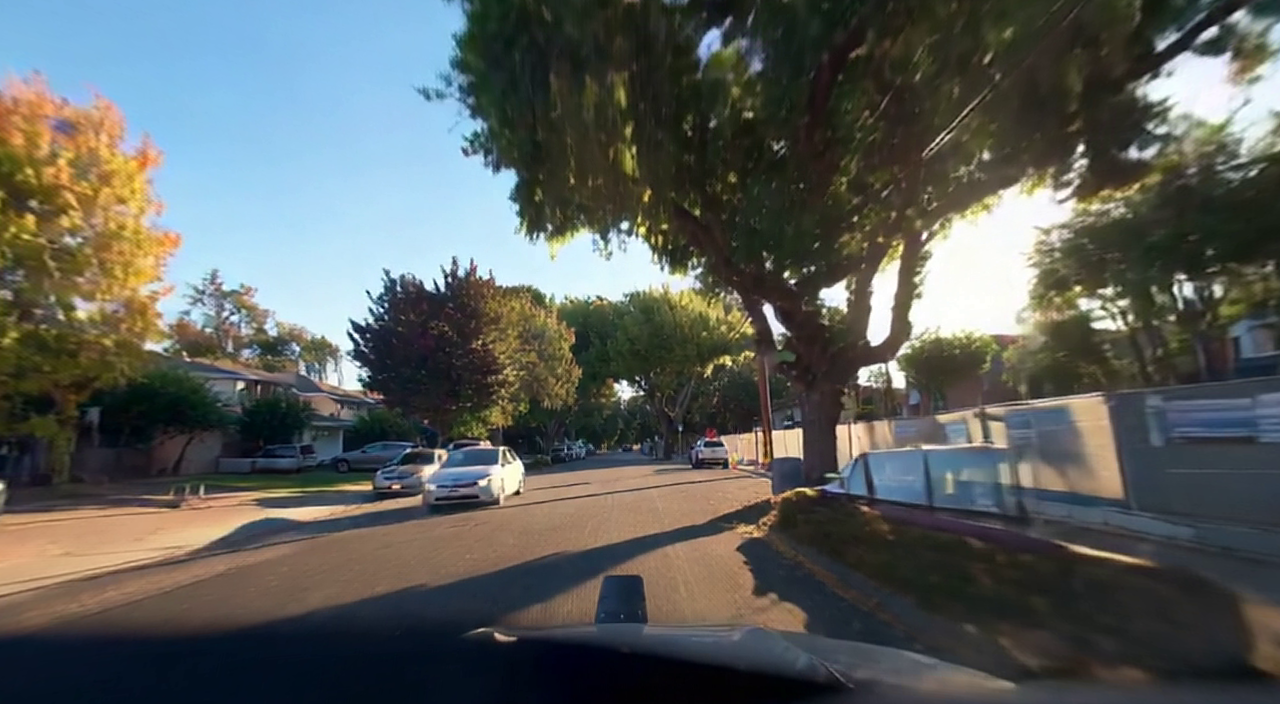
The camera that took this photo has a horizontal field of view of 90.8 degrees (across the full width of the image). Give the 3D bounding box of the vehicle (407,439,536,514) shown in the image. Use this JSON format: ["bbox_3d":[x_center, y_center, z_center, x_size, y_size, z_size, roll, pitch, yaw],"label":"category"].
[{"bbox_3d":[-4.064,3.046,16.076,2.068,1.543,4.523,-2,-8,0],"label":"vehicle"}]

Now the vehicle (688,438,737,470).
[{"bbox_3d":[3.623,5.209,32.411,1.902,1.542,4.099,0,-8,-2],"label":"vehicle"}]

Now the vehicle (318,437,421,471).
[{"bbox_3d":[-15.107,5.729,35.480,4.833,1.831,2.066,0,-9,0],"label":"vehicle"}]
